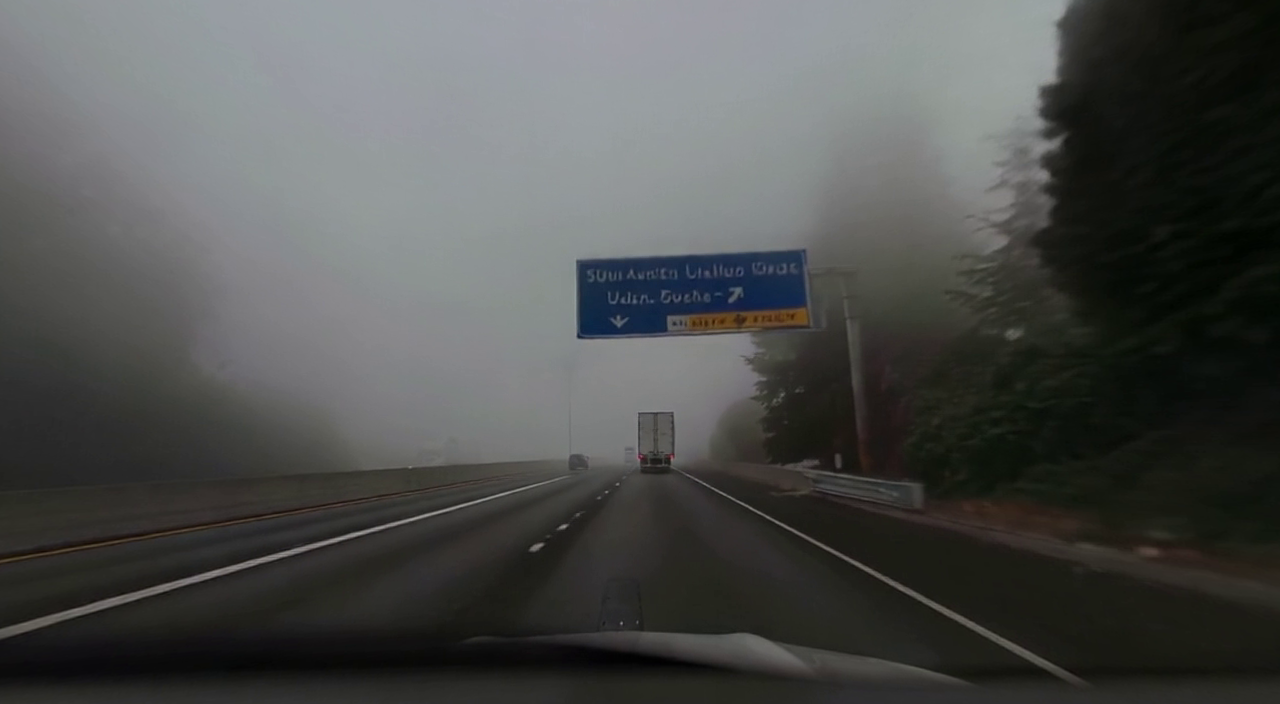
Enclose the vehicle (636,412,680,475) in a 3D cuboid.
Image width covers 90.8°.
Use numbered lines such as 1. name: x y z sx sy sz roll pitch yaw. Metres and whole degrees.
1. vehicle: 1.206 7.138 48.308 2.901 4.032 14.338 0 -9 0
